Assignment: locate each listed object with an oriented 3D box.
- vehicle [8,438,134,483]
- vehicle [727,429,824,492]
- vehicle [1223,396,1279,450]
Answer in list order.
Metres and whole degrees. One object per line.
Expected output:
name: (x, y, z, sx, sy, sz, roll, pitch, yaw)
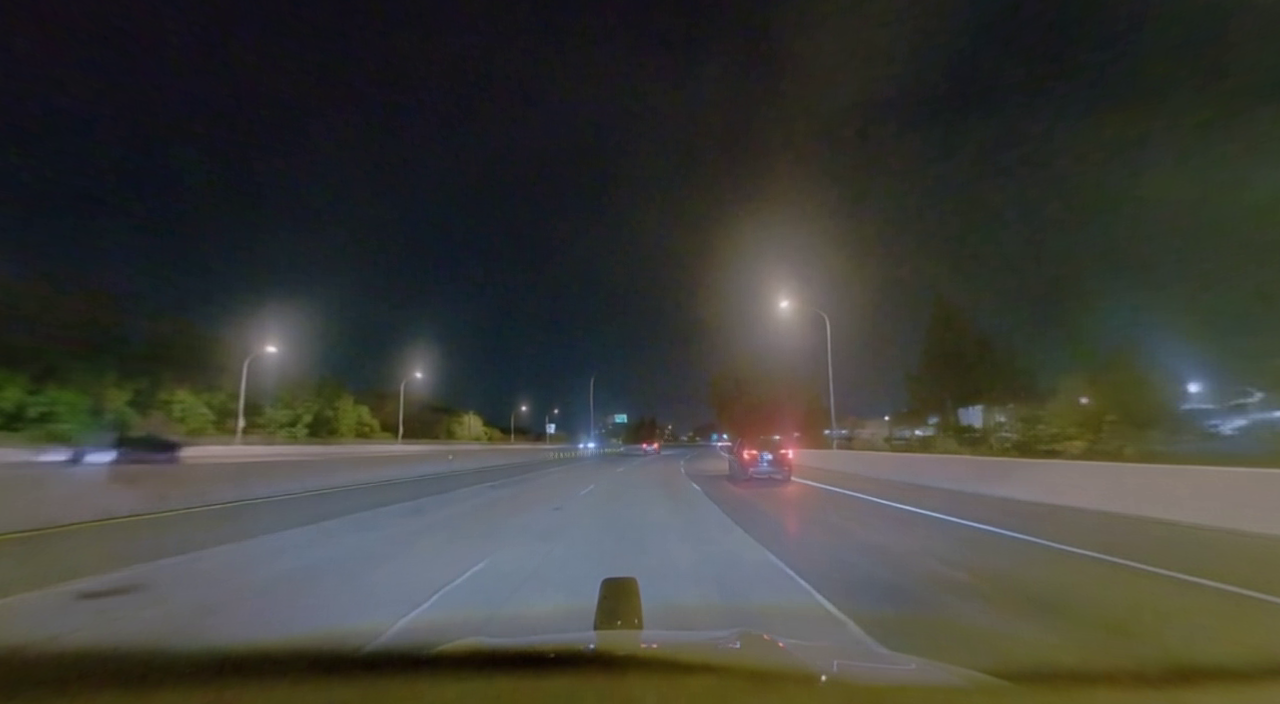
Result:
vehicle: (-20.322, 3.855, 22.640, 1.474, 1.362, 3.303, -5, -8, 0)
vehicle: (4.041, 3.315, 19.540, 2.090, 1.715, 4.228, 0, -9, 1)
vehicle: (33.274, 3.870, 33.595, 2.478, 2.614, 6.965, -7, -11, 38)
